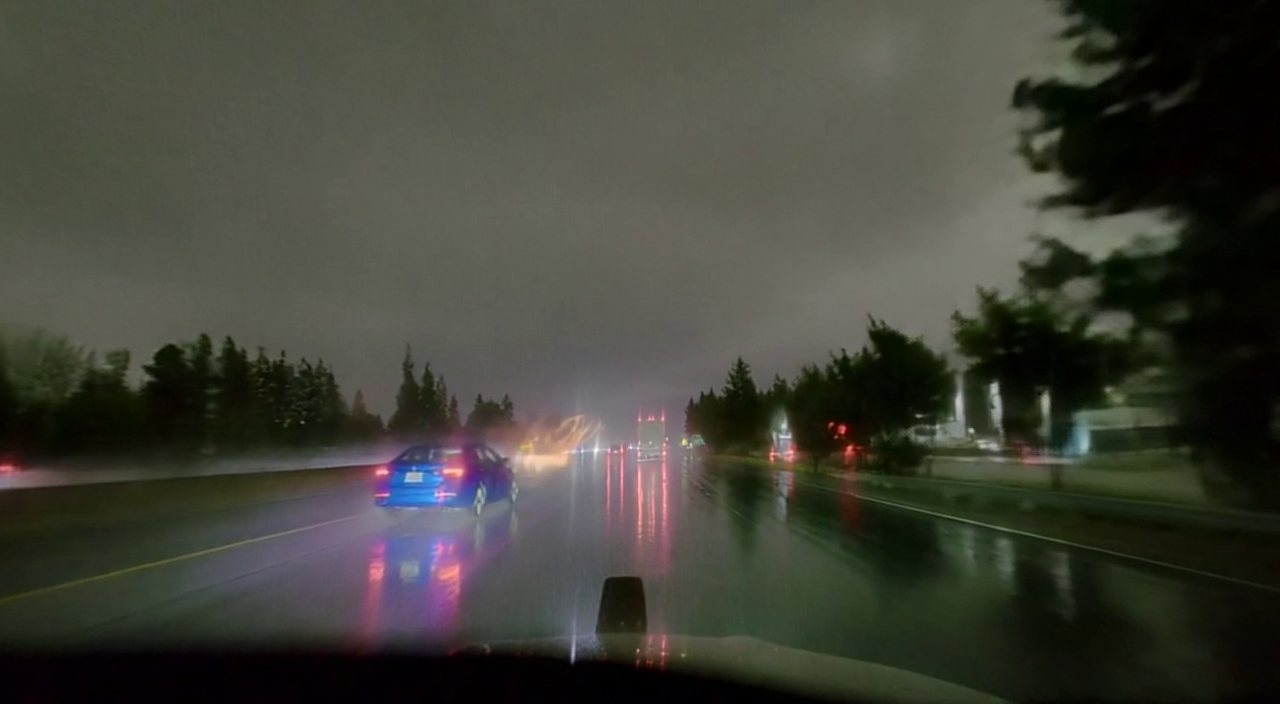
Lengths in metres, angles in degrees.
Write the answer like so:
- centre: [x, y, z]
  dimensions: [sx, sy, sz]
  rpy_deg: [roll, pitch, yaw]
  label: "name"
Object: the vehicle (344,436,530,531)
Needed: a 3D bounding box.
- centre: [-3.755, 2.533, 12.801]
  dimensions: [1.999, 1.533, 4.870]
  rpy_deg: [-1, -9, 2]
  label: "vehicle"
